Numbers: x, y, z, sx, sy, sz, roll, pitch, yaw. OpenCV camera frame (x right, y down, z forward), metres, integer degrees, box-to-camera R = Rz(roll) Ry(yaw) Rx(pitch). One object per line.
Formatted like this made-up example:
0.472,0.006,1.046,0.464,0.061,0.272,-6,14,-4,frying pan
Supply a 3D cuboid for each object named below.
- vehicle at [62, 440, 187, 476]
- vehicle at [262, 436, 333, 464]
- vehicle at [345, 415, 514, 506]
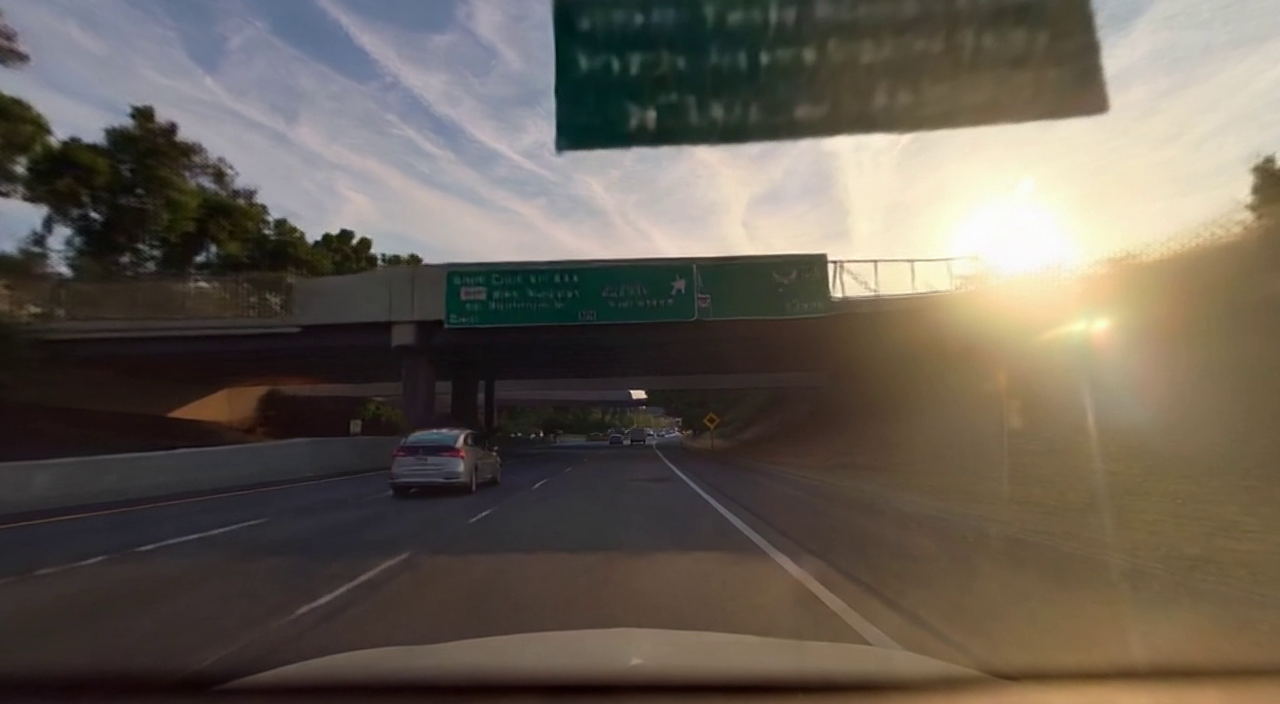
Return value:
-24.014,4.919,29.631,1.887,1.503,4.690,0,-8,0,vehicle
-19.873,5.688,36.743,1.797,1.507,3.975,0,-8,1,vehicle
-4.217,2.236,13.540,2.052,1.626,4.514,0,-8,0,vehicle
